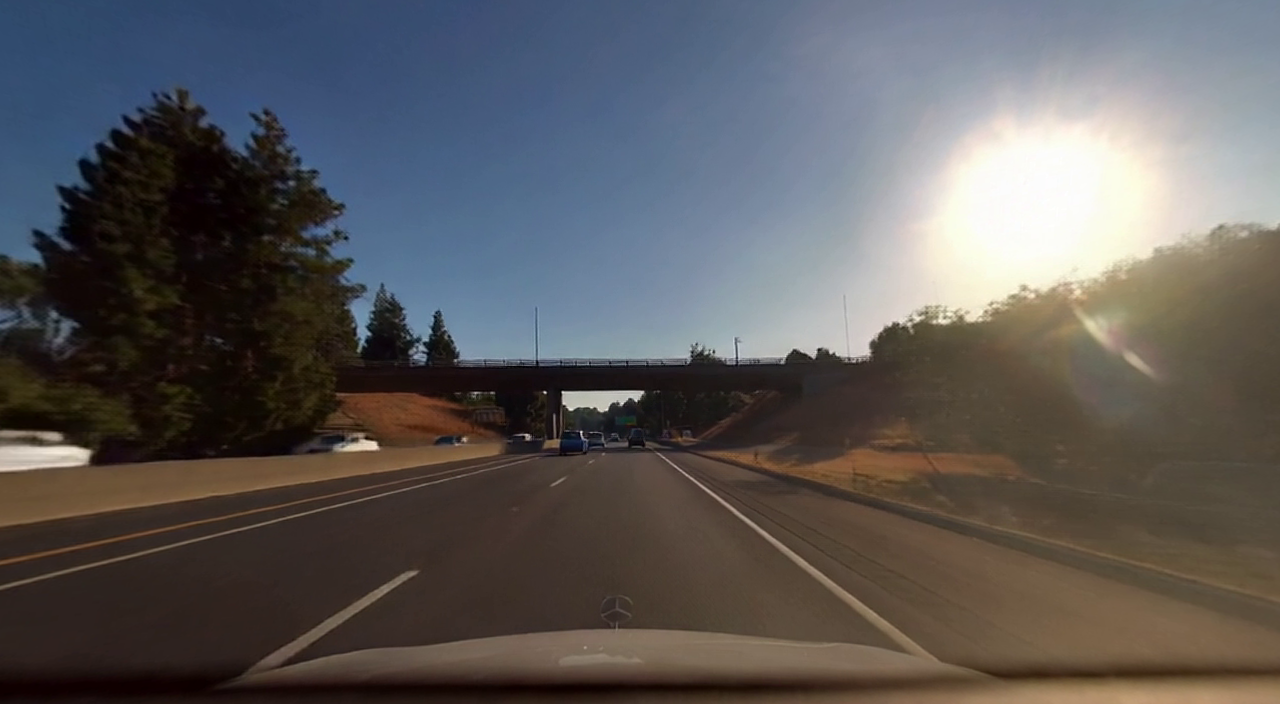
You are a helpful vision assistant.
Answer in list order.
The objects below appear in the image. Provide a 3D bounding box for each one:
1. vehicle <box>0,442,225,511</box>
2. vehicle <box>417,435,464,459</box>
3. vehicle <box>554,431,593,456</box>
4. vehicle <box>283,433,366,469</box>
[{"bbox_3d":[-12.745,2.970,15.662,2.012,1.428,4.247,0,-8,-1],"label":"vehicle"},{"bbox_3d":[-12.873,6.145,40.871,1.725,1.446,3.914,0,-8,0],"label":"vehicle"},{"bbox_3d":[-4.399,6.126,42.210,2.169,1.588,4.264,0,-8,-1],"label":"vehicle"},{"bbox_3d":[-16.569,5.200,33.349,2.047,1.704,4.524,0,-8,0],"label":"vehicle"}]
